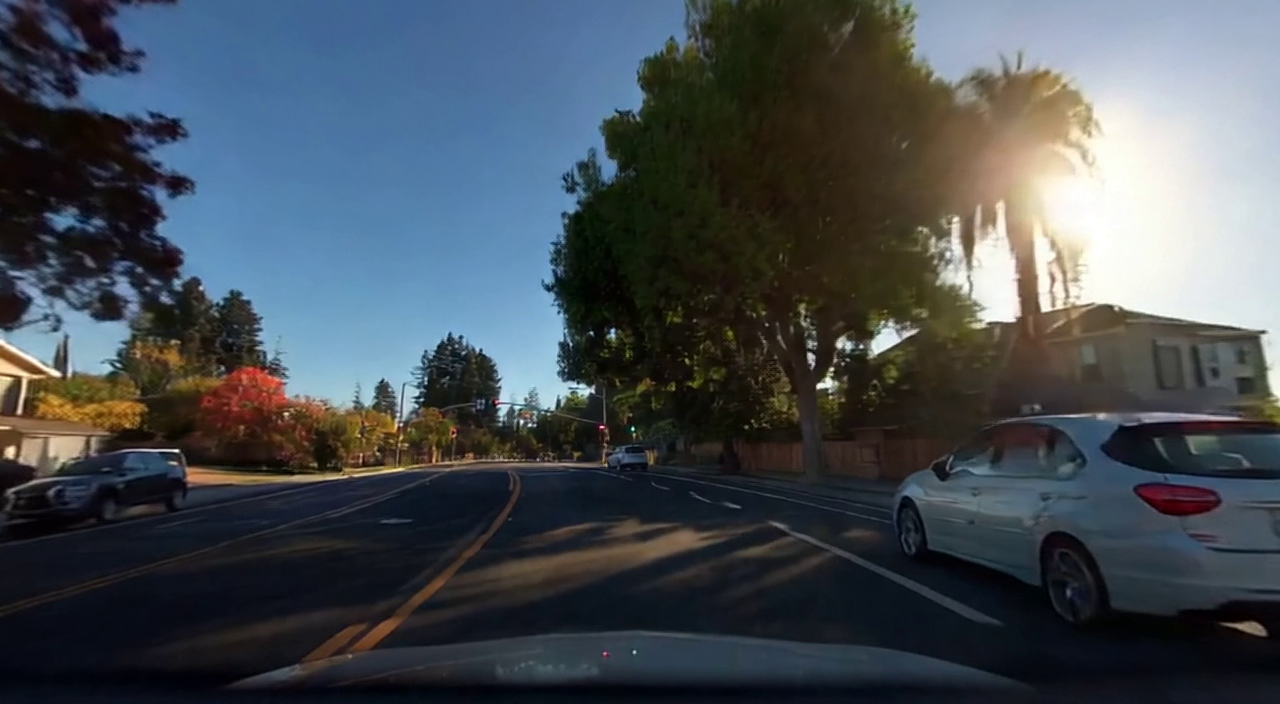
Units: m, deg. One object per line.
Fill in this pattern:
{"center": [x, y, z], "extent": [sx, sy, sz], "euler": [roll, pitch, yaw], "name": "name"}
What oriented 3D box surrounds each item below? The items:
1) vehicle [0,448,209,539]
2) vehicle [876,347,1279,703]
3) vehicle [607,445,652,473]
{"center": [-13.610, 3.450, 16.258], "extent": [1.993, 1.801, 5.201], "euler": [-2, -8, -8], "name": "vehicle"}
{"center": [3.954, 1.187, 4.900], "extent": [2.081, 1.828, 5.138], "euler": [0, -8, -2], "name": "vehicle"}
{"center": [-0.726, 6.553, 39.103], "extent": [1.951, 1.620, 4.582], "euler": [2, -9, -12], "name": "vehicle"}
